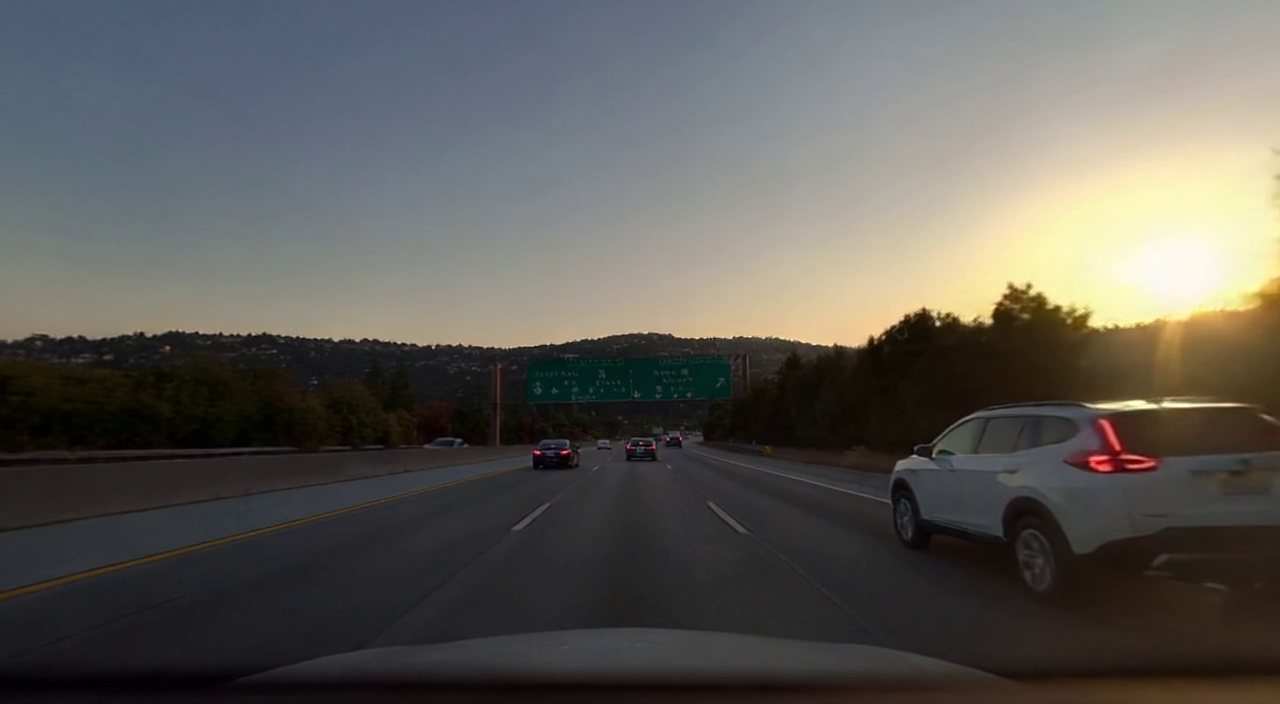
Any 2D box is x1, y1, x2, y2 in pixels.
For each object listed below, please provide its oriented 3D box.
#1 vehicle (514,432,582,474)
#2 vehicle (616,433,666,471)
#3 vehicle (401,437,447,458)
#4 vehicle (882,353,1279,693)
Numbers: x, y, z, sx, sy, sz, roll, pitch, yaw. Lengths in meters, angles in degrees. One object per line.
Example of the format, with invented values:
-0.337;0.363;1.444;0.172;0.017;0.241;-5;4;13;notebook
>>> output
-3.701;4.151;26.007;2.066;1.561;4.495;0;-8;1;vehicle
0.040;4.457;28.177;2.049;1.542;3.816;0;-8;0;vehicle
-16.327;7.270;47.733;1.891;1.498;4.614;0;-8;0;vehicle
4.009;1.151;5.391;2.025;1.707;4.279;0;-8;-2;vehicle
